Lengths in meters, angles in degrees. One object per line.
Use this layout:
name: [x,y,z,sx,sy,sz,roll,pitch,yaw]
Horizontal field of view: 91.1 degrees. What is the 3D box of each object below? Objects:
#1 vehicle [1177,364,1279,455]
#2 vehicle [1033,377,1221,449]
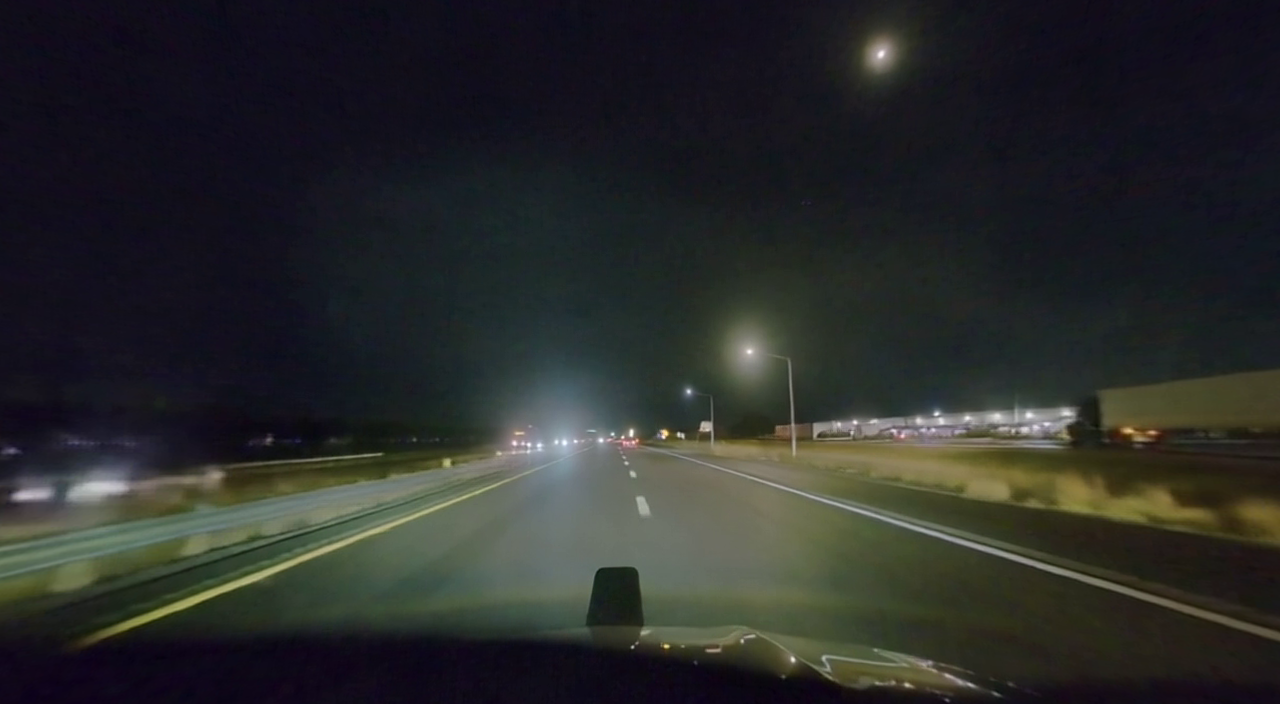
vehicle: [31.824,2.406,28.034,3.114,4.328,18.495,-5,-8,12]
vehicle: [35.817,4.984,47.992,3.267,4.400,17.445,-3,-8,10]
